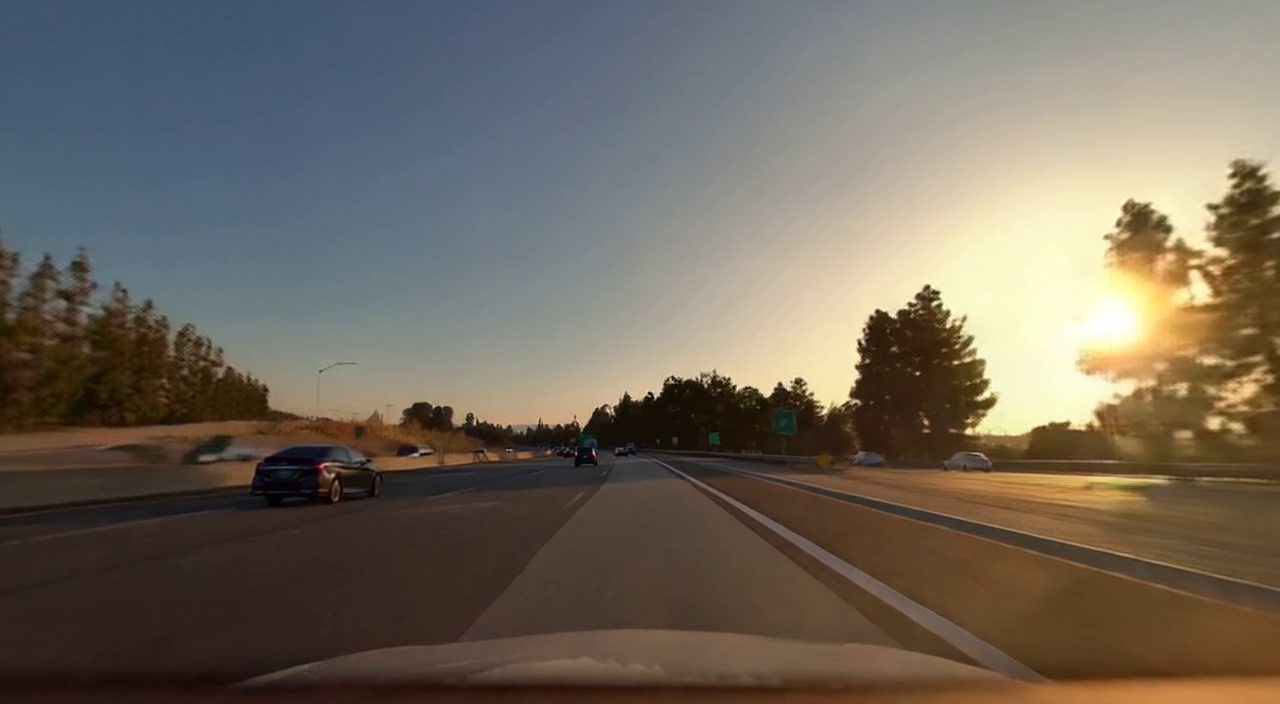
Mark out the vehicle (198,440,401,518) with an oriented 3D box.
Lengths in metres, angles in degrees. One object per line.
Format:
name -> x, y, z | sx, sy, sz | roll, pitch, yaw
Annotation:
vehicle -> -7.419, 2.786, 14.451 | 2.038, 1.463, 4.656 | 0, -8, 0

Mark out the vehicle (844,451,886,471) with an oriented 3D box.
vehicle -> 17.679, 8.564, 49.731 | 2.005, 1.478, 4.056 | -1, -8, 3

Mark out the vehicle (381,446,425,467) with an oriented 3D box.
vehicle -> -17.340, 7.643, 46.312 | 1.812, 1.447, 3.802 | 0, -8, -1

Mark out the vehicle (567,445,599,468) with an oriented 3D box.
vehicle -> -3.966, 7.316, 44.351 | 1.936, 1.465, 4.060 | 0, -8, -1

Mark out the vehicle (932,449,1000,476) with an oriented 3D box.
vehicle -> 19.457, 6.611, 37.844 | 1.950, 1.462, 4.391 | -1, -8, 4
